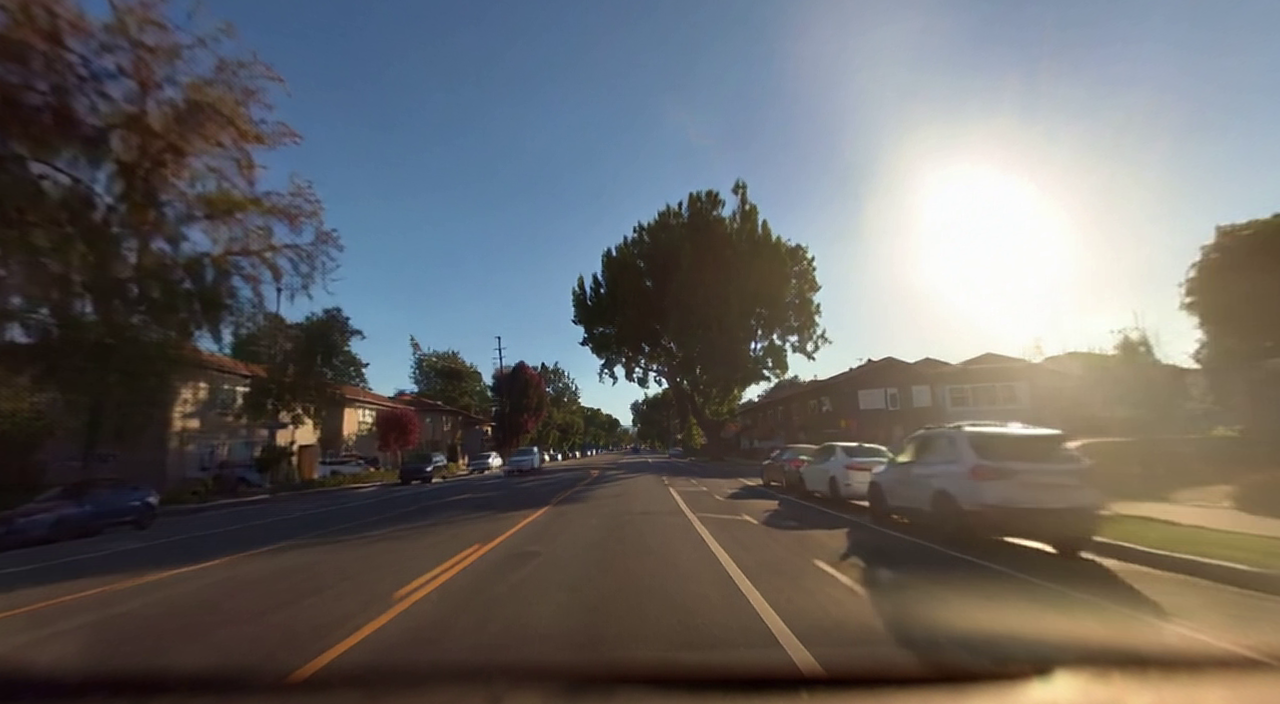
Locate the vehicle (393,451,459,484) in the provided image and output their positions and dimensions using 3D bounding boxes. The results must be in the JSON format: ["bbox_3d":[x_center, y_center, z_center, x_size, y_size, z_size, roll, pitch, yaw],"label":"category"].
[{"bbox_3d":[-12.702,6.853,37.908,2.128,1.768,5.306,0,-9,0],"label":"vehicle"}]

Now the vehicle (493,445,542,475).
[{"bbox_3d":[-7.600,6.719,39.640,2.092,1.741,4.559,0,-9,1],"label":"vehicle"}]

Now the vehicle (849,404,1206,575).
[{"bbox_3d":[4.669,1.731,8.750,1.919,1.698,4.747,0,-9,0],"label":"vehicle"}]

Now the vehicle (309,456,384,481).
[{"bbox_3d":[-20.980,8.322,45.289,4.340,1.727,2.048,-1,-9,2],"label":"vehicle"}]

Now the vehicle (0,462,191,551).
[{"bbox_3d":[-12.541,3.364,13.996,1.972,1.475,4.503,-7,-8,-1],"label":"vehicle"}]

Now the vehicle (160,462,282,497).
[{"bbox_3d":[-19.521,5.944,29.550,4.367,1.480,1.903,0,-9,2],"label":"vehicle"}]
